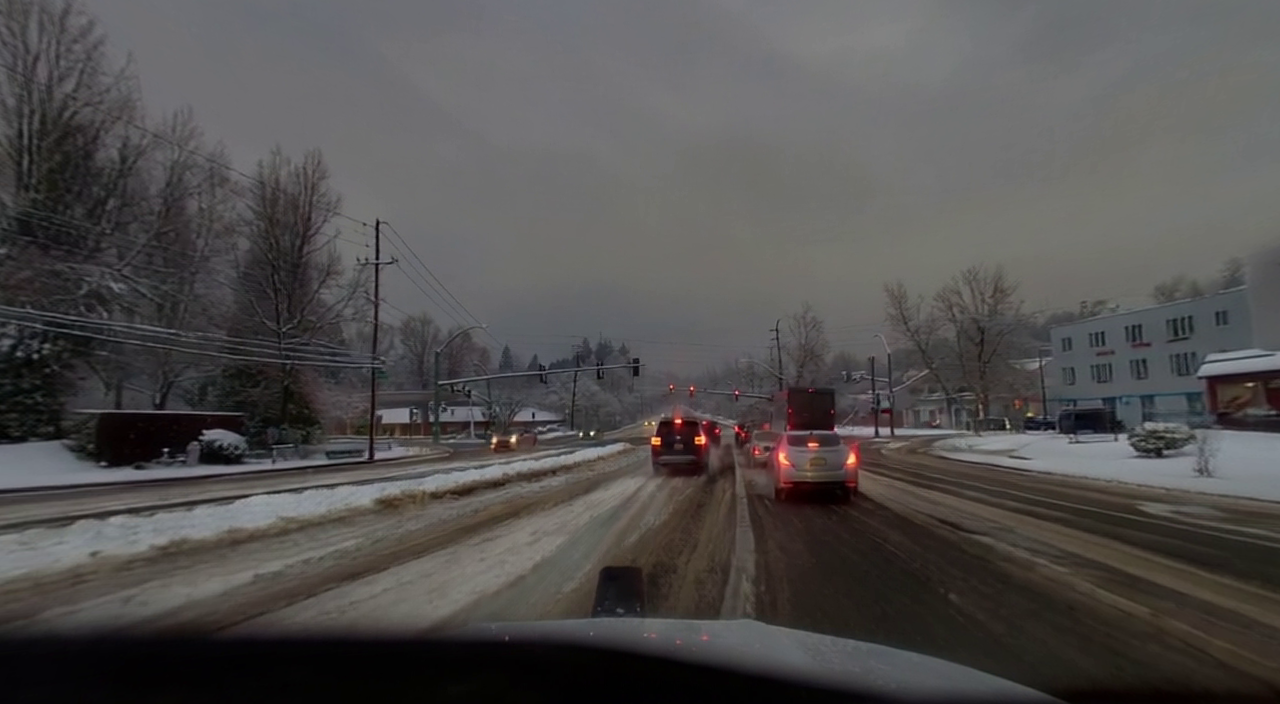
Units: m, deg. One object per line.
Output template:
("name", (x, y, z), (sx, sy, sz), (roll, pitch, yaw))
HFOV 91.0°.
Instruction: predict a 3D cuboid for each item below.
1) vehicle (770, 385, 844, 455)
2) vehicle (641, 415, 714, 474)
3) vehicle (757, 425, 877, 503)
("vehicle", (10.307, 4.500, 39.864), (2.965, 3.900, 9.064), (-1, -9, 5))
("vehicle", (1.472, 3.360, 22.745), (2.188, 1.892, 4.488), (-1, -9, 9))
("vehicle", (3.867, 2.533, 14.599), (2.109, 1.500, 4.585), (-1, -9, 9))
